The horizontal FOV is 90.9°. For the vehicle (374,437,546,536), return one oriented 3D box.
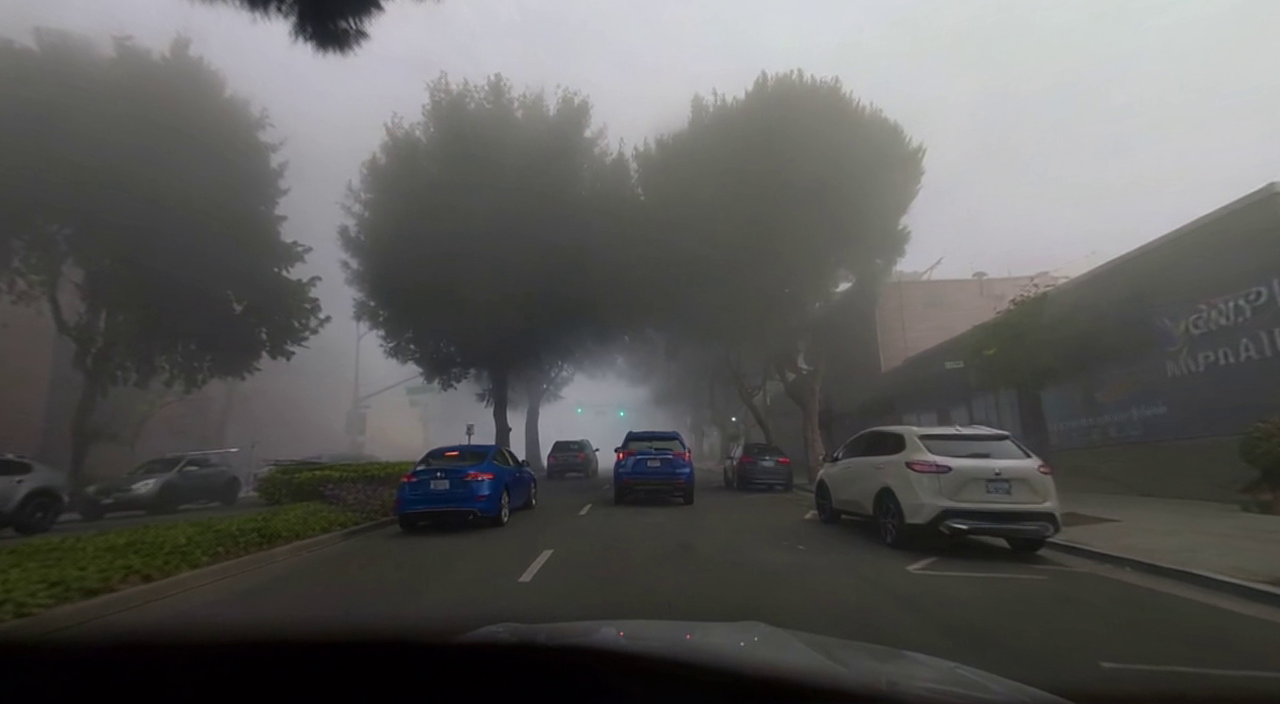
[{"bbox_3d":[-3.046,2.359,11.712,1.908,1.474,4.257,0,-8,0],"label":"vehicle"}]

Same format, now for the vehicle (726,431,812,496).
[{"bbox_3d":[4.058,3.570,20.535,2.025,1.813,4.372,1,-8,2],"label":"vehicle"}]

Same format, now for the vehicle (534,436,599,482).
[{"bbox_3d":[-3.055,4.554,27.150,2.135,1.806,4.514,0,-8,1],"label":"vehicle"}]

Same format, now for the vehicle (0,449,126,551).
[{"bbox_3d":[-10.640,2.236,9.373,2.041,1.500,4.684,-2,-8,0],"label":"vehicle"}]

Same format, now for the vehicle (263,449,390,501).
[{"bbox_3d":[-10.832,4.229,22.231,2.158,1.494,4.480,-3,-9,1],"label":"vehicle"}]

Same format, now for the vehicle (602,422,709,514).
[{"bbox_3d":[0.305,2.572,14.353,2.075,1.770,4.018,0,-8,0],"label":"vehicle"}]

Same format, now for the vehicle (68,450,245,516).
[{"bbox_3d":[-14.437,3.886,19.219,2.056,1.619,4.270,-3,-8,-1],"label":"vehicle"}]

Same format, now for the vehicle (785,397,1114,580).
[{"bbox_3d":[4.017,1.899,9.730,2.038,1.865,5.786,3,-9,-1],"label":"vehicle"}]
